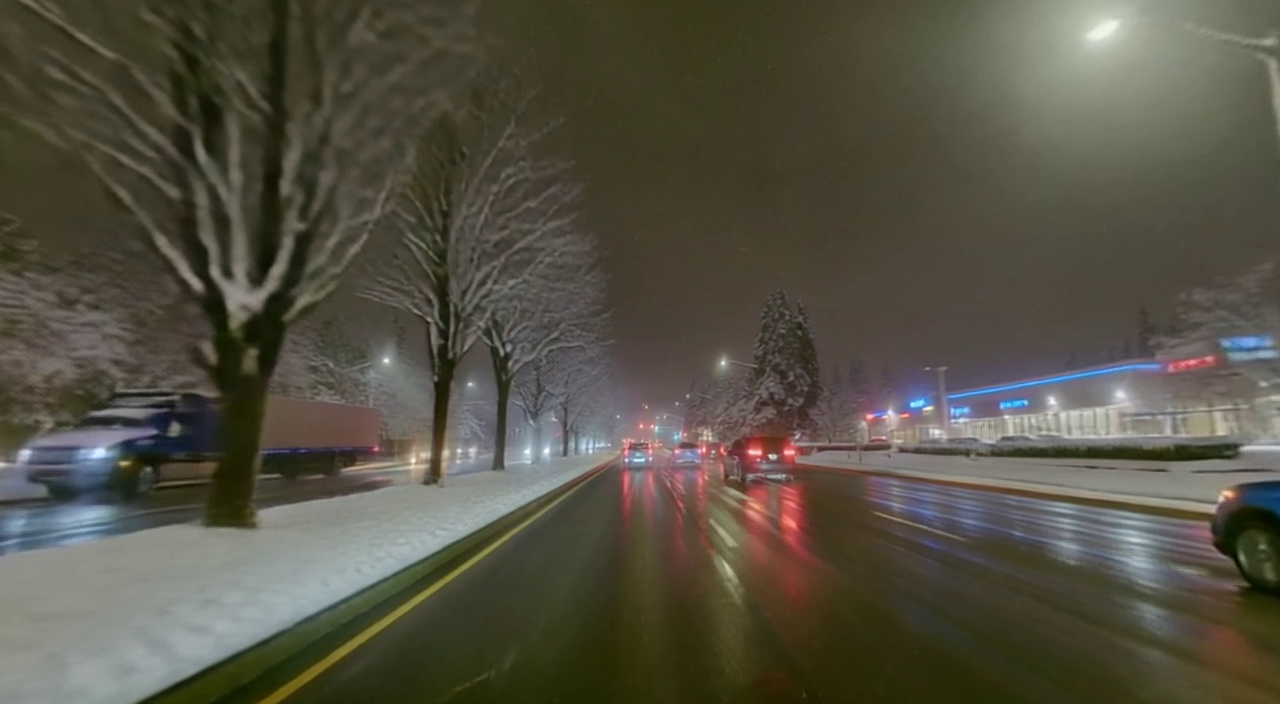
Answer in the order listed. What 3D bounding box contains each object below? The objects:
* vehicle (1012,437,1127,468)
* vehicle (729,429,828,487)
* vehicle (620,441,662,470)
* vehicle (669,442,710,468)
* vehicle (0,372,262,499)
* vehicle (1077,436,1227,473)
[{"bbox_3d":[20.781,4.862,30.674,4.176,1.386,1.865,0,-8,-1],"label":"vehicle"},{"bbox_3d":[4.734,3.698,22.401,2.140,1.811,4.593,0,-8,-4],"label":"vehicle"},{"bbox_3d":[0.032,5.467,33.454,2.056,1.440,3.798,0,-8,-1],"label":"vehicle"},{"bbox_3d":[2.776,5.869,36.081,1.970,1.402,3.756,0,-8,-1],"label":"vehicle"},{"bbox_3d":[-19.131,3.304,24.561,2.999,4.017,8.806,-1,-8,2],"label":"vehicle"},{"bbox_3d":[20.346,4.068,25.250,4.342,1.388,1.946,0,-8,-2],"label":"vehicle"}]
